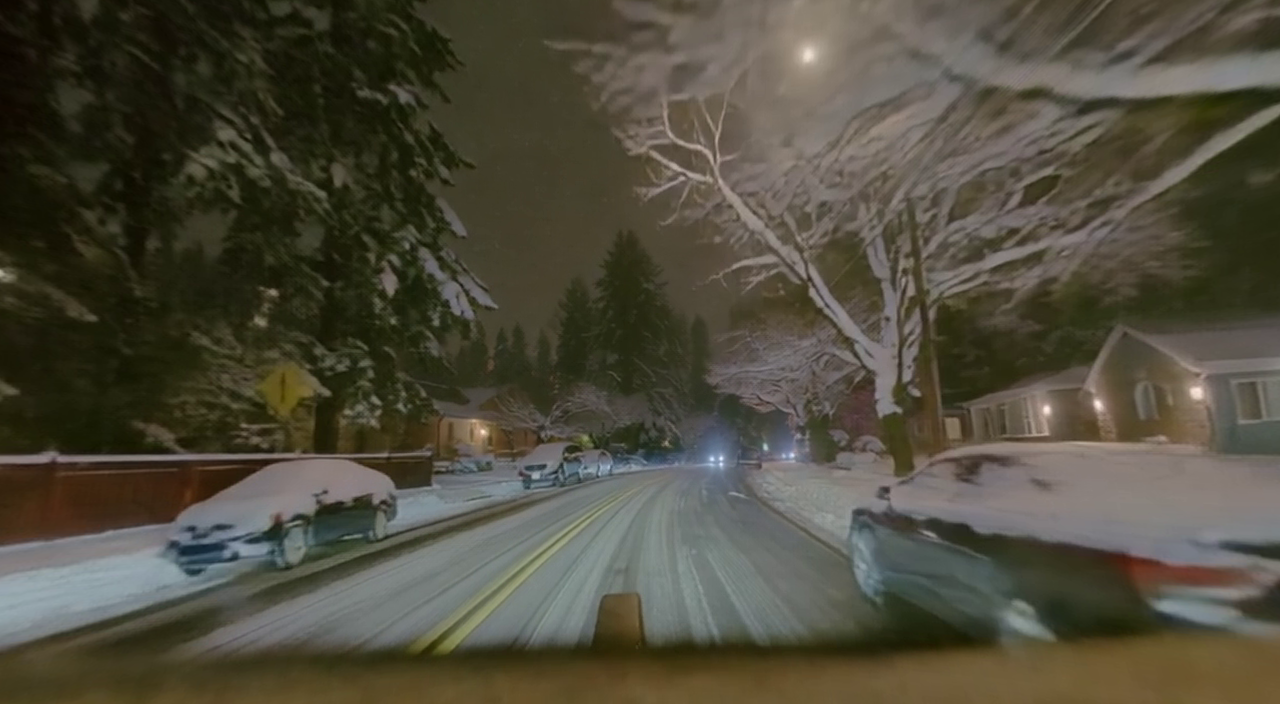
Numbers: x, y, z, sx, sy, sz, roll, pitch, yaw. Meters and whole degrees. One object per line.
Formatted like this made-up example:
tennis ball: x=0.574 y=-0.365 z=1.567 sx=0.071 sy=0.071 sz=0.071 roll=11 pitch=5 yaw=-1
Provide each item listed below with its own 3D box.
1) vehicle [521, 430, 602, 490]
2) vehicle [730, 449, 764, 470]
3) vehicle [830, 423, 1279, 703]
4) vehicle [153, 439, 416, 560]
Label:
vehicle: x=-3.676 y=5.396 z=30.774 sx=2.334 sy=2.126 sz=6.444 roll=-6 pitch=-16 yaw=6
vehicle: x=7.887 y=7.860 z=46.204 sx=1.948 sy=1.408 sz=4.345 roll=-3 pitch=-9 yaw=16
vehicle: x=2.871 y=1.272 z=4.095 sx=1.972 sy=1.460 sz=4.137 roll=-1 pitch=-9 yaw=0
vehicle: x=-5.665 y=2.582 z=10.870 sx=2.005 sy=1.557 sz=4.172 roll=-3 pitch=-15 yaw=1
